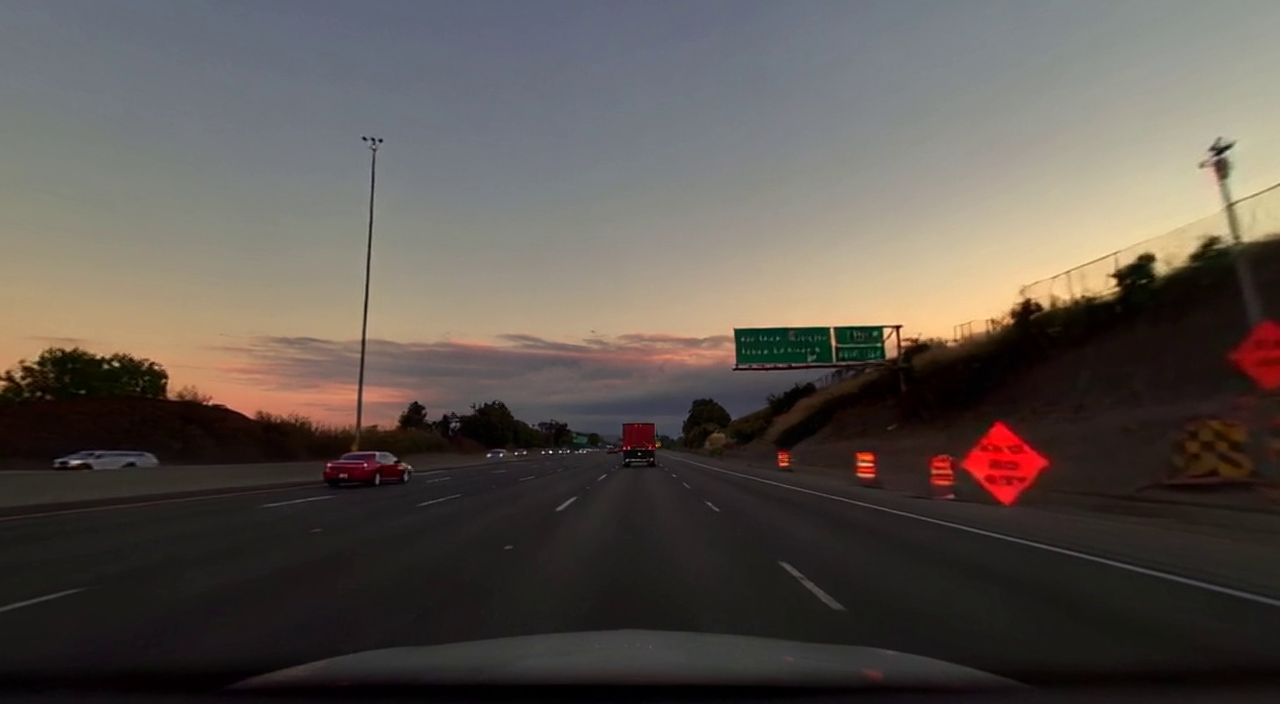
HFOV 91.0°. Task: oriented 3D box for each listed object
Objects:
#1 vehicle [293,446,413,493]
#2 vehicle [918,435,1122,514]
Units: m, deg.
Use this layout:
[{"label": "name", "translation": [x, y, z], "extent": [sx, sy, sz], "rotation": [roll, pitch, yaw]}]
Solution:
[{"label": "vehicle", "translation": [-10.428, 4.298, 23.403], "extent": [2.096, 1.538, 4.998], "rotation": [0, -9, 0]}, {"label": "vehicle", "translation": [9.538, 3.100, 16.463], "extent": [2.065, 1.698, 4.882], "rotation": [0, -9, -3]}]
